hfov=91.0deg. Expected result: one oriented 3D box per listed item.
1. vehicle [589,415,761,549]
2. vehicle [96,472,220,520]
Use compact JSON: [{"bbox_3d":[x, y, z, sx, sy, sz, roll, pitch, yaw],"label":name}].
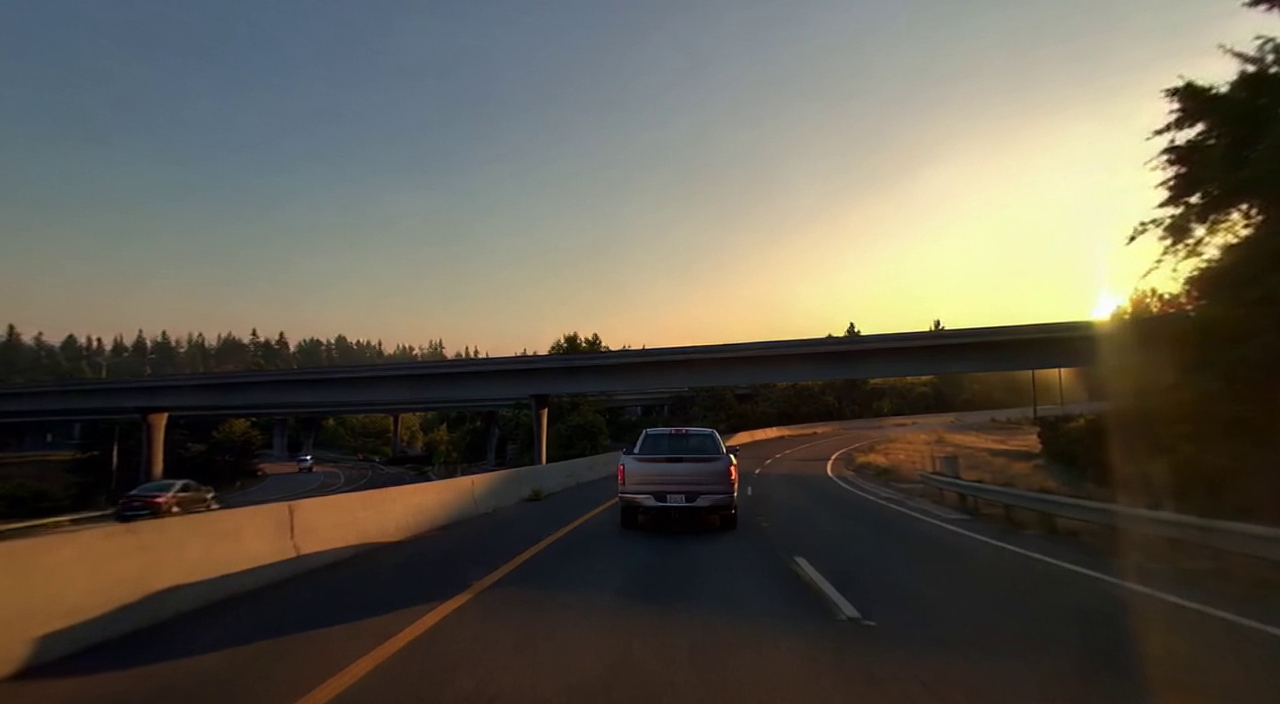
[{"bbox_3d":[0.645,2.019,10.469,2.235,1.716,4.435,-1,-9,5],"label":"vehicle"},{"bbox_3d":[-18.681,5.550,24.695,1.965,1.464,4.514,0,-9,-11],"label":"vehicle"}]
